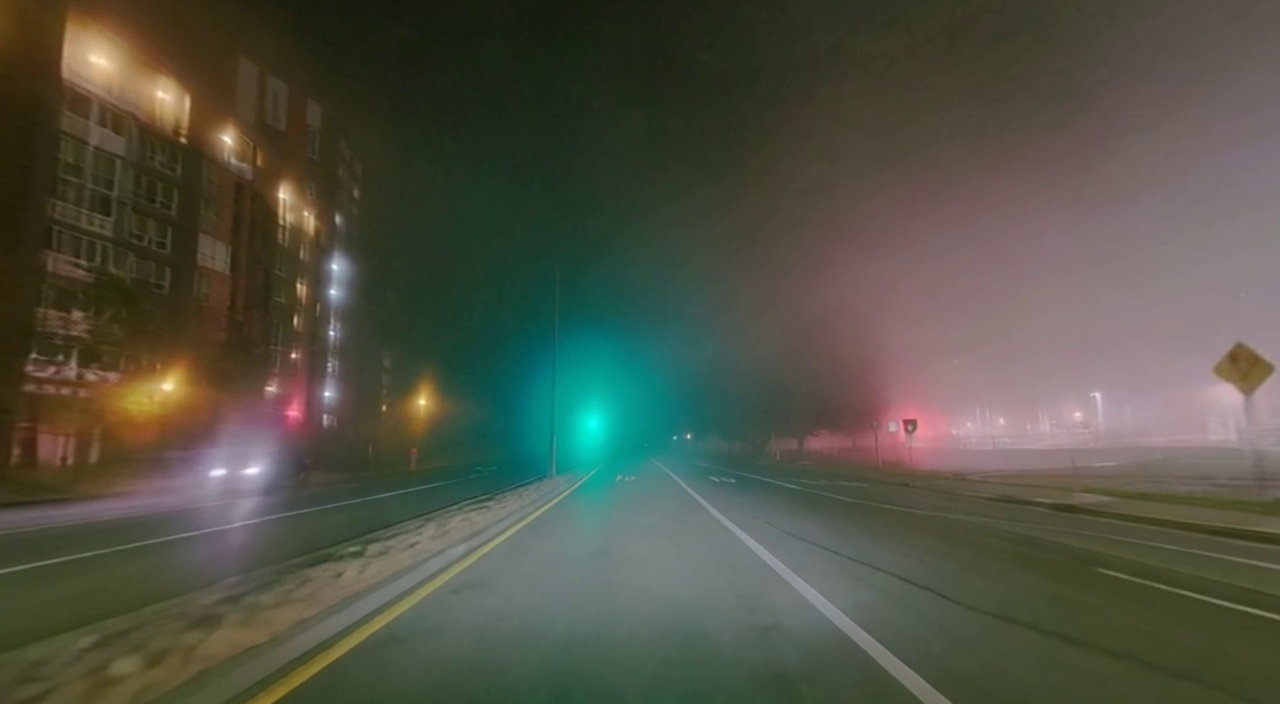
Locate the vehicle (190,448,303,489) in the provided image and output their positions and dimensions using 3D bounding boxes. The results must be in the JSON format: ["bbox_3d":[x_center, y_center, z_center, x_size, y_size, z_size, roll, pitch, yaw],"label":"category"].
[{"bbox_3d":[-16.163,4.780,26.283,1.908,1.492,4.285,0,-9,0],"label":"vehicle"}]
